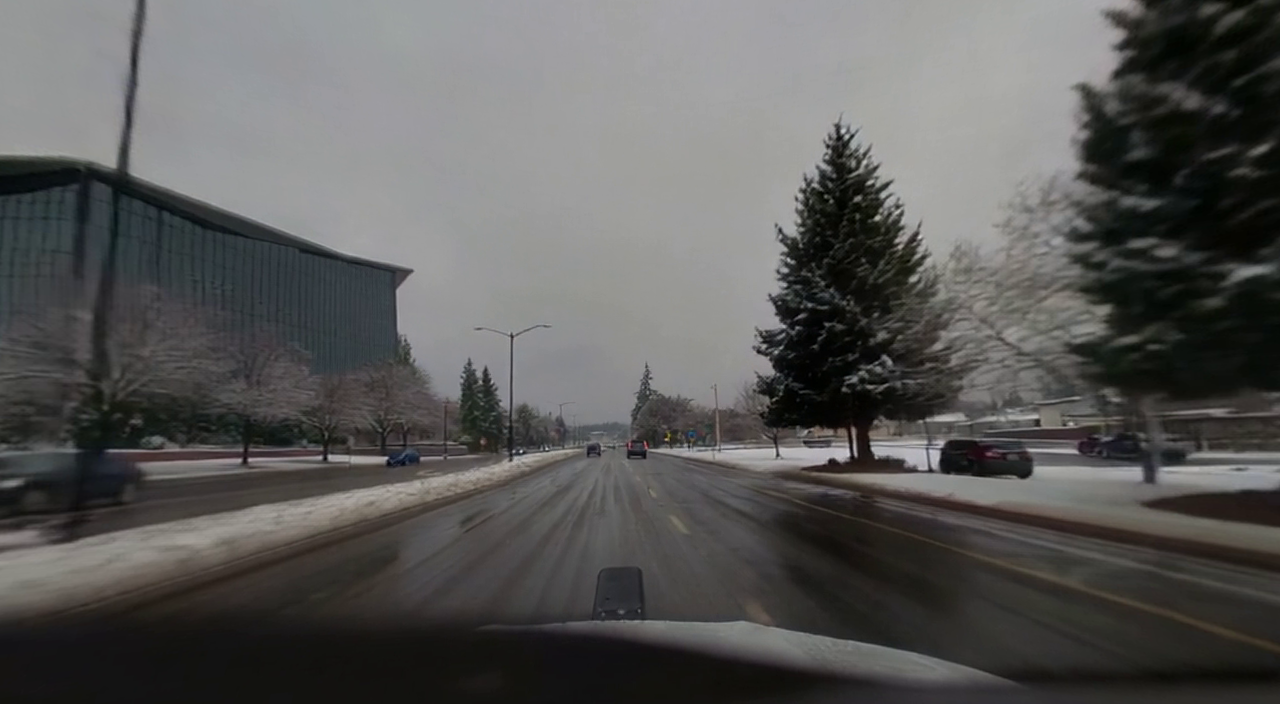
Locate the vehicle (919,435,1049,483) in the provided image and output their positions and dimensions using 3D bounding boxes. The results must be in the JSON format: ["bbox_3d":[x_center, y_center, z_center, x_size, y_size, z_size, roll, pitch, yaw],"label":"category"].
[{"bbox_3d":[12.349,3.856,23.107,2.024,1.575,4.498,0,-8,-3],"label":"vehicle"}]

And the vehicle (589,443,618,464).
[{"bbox_3d":[-2.726,7.545,47.047,2.080,1.445,4.096,0,-8,-3],"label":"vehicle"}]

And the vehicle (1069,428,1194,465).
[{"bbox_3d":[24.715,4.767,31.893,4.463,1.786,2.110,0,-8,-1],"label":"vehicle"}]

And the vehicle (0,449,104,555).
[{"bbox_3d":[-9.387,1.982,8.295,1.792,1.383,3.360,0,-8,-3],"label":"vehicle"}]
